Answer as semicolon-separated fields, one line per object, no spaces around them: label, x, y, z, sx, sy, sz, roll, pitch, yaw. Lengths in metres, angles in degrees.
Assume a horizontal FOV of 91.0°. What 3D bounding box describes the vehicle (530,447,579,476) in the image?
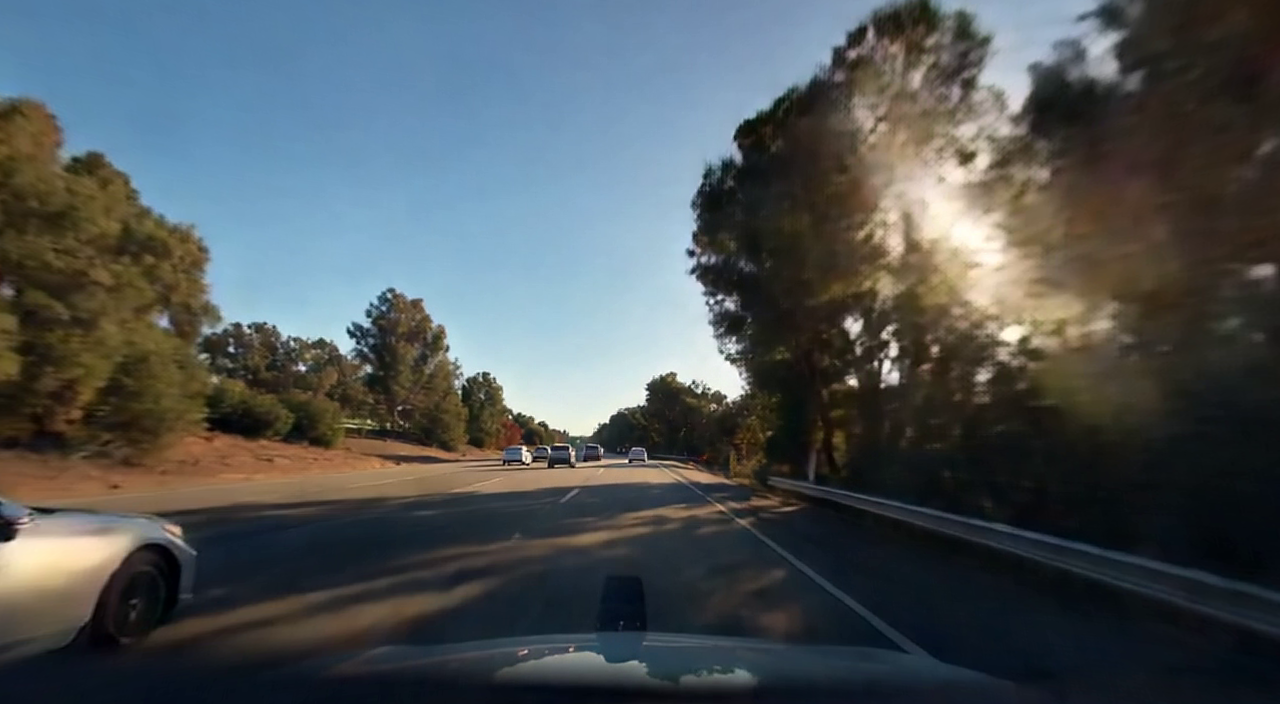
vehicle;-4.674;6.028;34.933;2.120;1.458;4.031;0;-9;1
